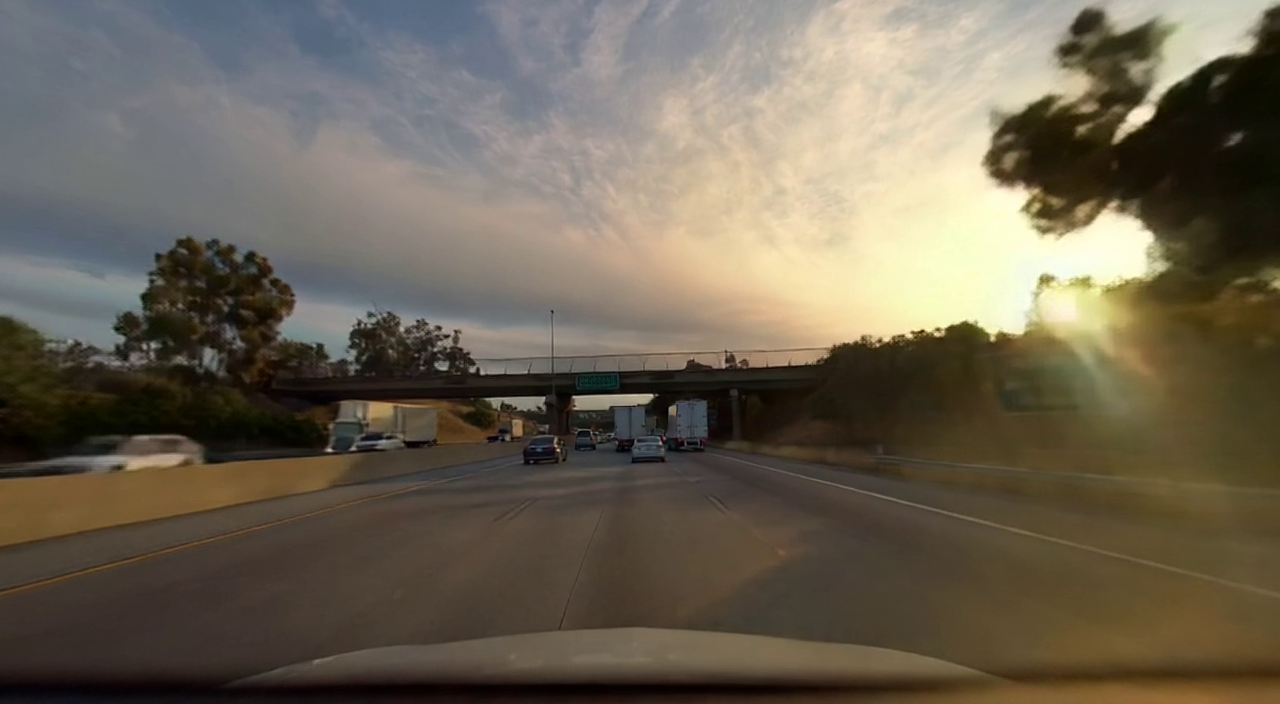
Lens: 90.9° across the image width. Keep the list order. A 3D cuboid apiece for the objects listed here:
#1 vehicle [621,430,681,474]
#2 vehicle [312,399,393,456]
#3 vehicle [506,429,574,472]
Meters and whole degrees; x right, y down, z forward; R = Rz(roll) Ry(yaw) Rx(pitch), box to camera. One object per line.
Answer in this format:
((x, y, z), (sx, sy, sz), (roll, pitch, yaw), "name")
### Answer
((0.336, 3.719, 23.706), (2.059, 1.522, 3.693), (0, -8, -1), "vehicle")
((-21.353, 5.720, 47.213), (3.051, 3.954, 6.368), (0, -8, -1), "vehicle")
((-3.870, 3.893, 25.219), (1.979, 1.527, 4.754), (0, -8, -1), "vehicle")
